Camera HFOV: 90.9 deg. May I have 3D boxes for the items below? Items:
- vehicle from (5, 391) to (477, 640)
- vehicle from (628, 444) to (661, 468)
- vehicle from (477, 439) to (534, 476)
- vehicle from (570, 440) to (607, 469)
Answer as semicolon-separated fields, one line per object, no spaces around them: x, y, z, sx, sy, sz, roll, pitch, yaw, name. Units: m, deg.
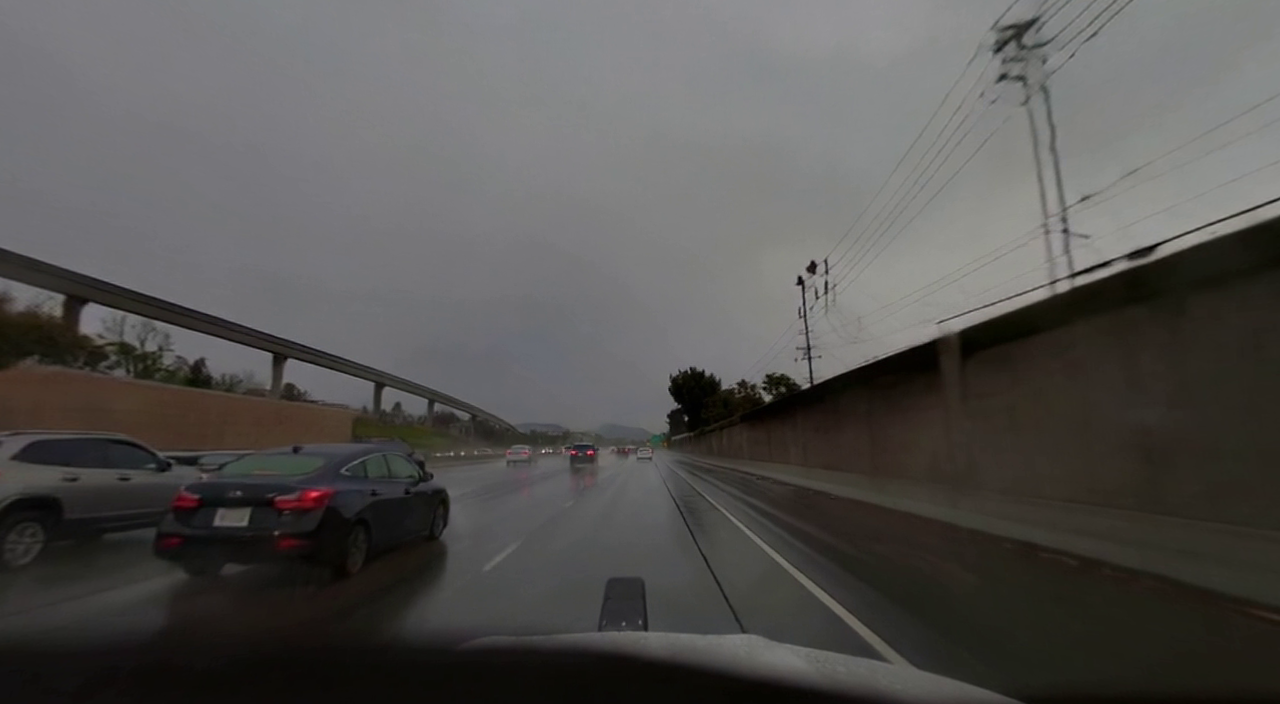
-3.391;1.468;6.694;2.052;1.731;4.372;0;-8;1;vehicle
0.271;6.887;41.920;2.074;1.465;3.977;0;-8;-2;vehicle
-7.262;5.715;34.439;2.084;1.815;4.406;0;-8;1;vehicle
-3.349;6.807;42.025;2.093;1.831;4.712;0;-8;0;vehicle
